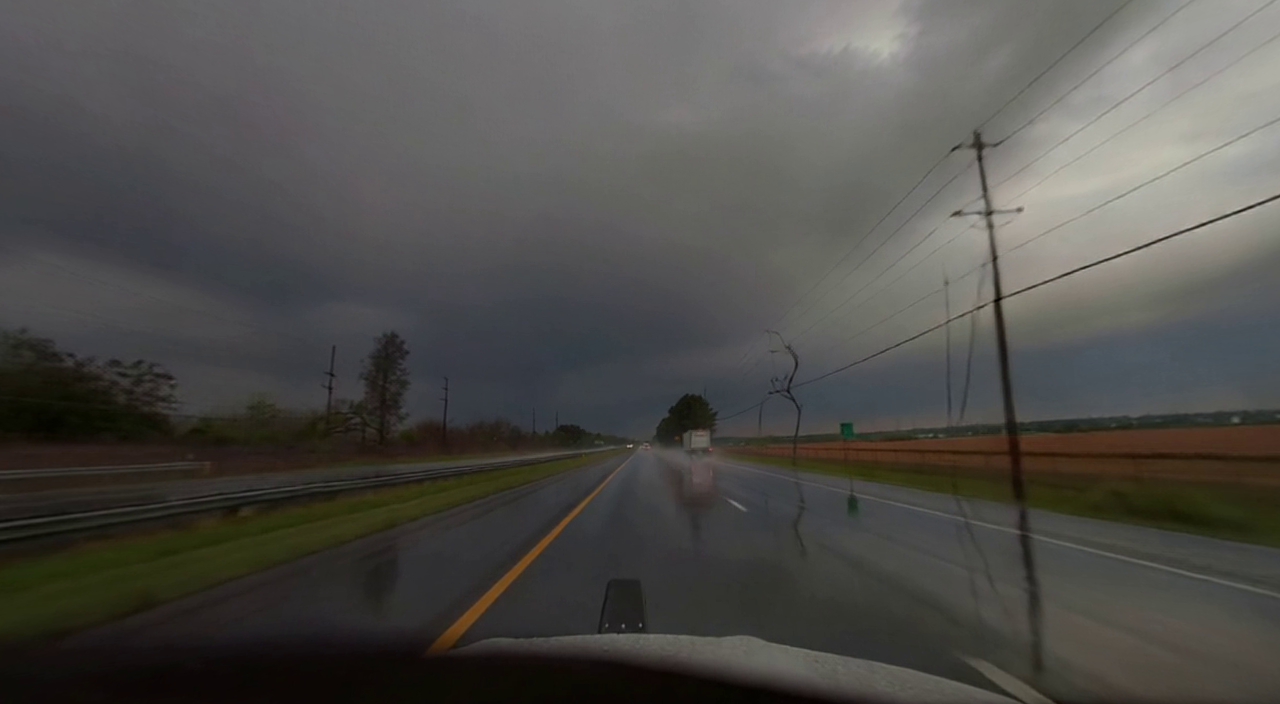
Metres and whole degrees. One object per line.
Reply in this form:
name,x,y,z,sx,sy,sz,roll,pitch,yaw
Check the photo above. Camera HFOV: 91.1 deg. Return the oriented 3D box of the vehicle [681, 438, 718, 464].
vehicle,4.510,7.639,48.480,2.228,1.852,5.449,0,-8,-1
